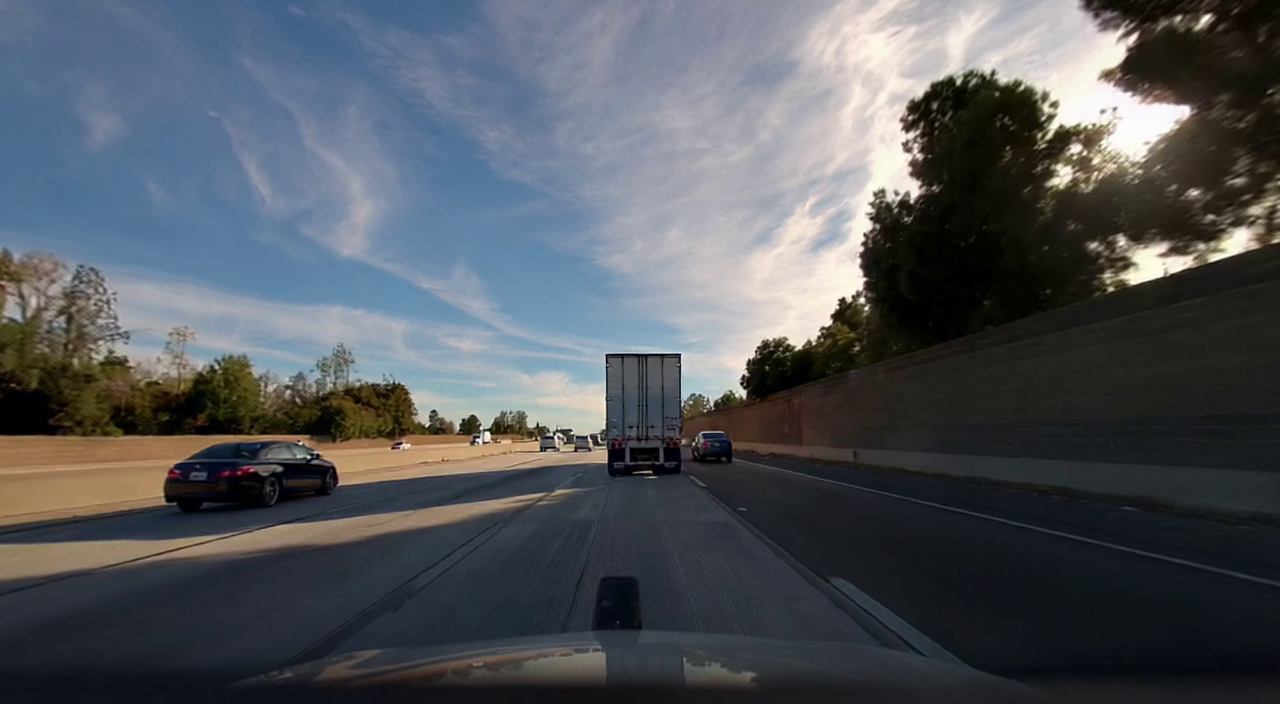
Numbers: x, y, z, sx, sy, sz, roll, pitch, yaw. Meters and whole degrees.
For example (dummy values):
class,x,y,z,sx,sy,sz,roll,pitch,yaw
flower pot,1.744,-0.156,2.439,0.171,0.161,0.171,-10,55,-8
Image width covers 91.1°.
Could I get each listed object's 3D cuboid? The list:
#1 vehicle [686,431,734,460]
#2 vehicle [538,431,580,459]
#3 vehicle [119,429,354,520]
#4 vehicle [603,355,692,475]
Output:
class,x,y,z,sx,sy,sz,roll,pitch,yaw
vehicle,3.857,5.230,35.483,2.044,1.508,4.716,0,-8,-2
vehicle,-5.054,5.836,39.799,2.134,1.650,4.133,0,-8,-1
vehicle,-7.681,2.315,12.559,2.059,1.500,4.001,0,-8,-1
vehicle,0.012,2.763,25.905,2.904,3.915,10.473,0,-8,-2
